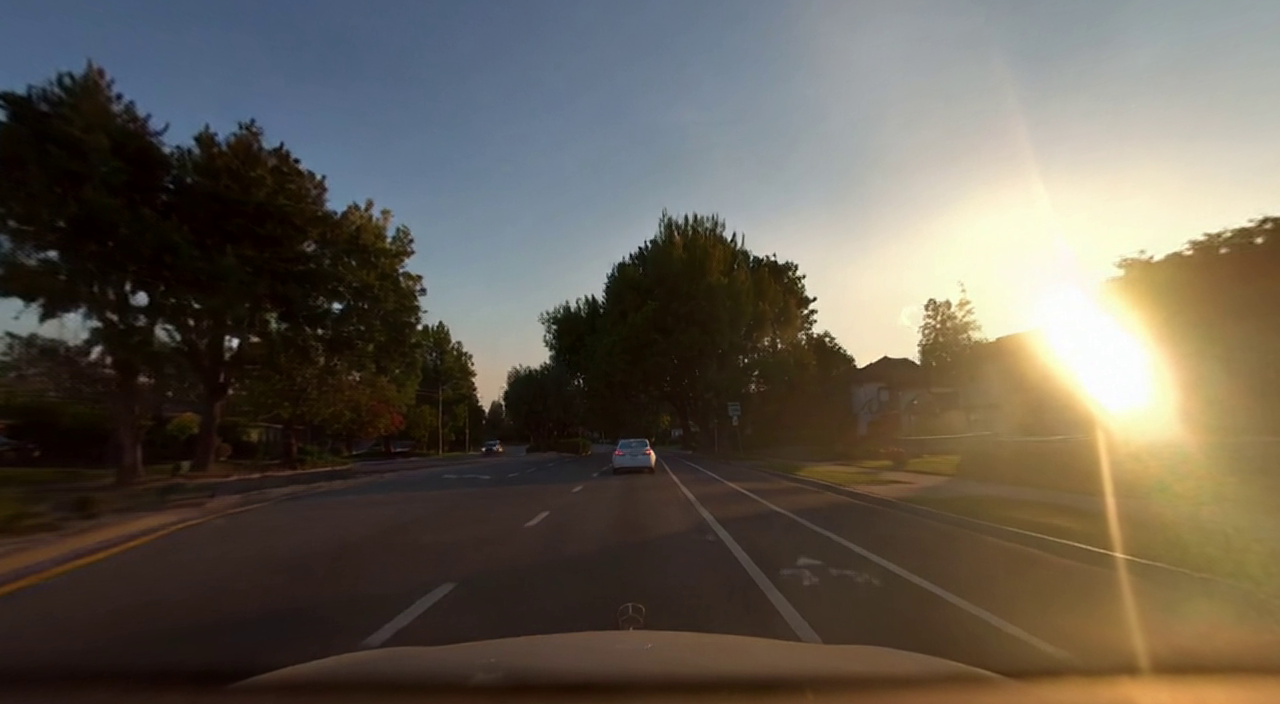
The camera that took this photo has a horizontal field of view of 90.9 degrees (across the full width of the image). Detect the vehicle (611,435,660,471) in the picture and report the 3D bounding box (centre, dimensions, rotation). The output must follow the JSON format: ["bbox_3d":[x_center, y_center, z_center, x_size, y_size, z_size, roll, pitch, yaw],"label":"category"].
[{"bbox_3d":[-0.175,4.499,28.180,2.009,1.456,4.003,0,-8,1],"label":"vehicle"}]

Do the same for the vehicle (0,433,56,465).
[{"bbox_3d":[-35.292,5.414,35.247,3.451,1.541,1.784,3,-8,6],"label":"vehicle"}]
